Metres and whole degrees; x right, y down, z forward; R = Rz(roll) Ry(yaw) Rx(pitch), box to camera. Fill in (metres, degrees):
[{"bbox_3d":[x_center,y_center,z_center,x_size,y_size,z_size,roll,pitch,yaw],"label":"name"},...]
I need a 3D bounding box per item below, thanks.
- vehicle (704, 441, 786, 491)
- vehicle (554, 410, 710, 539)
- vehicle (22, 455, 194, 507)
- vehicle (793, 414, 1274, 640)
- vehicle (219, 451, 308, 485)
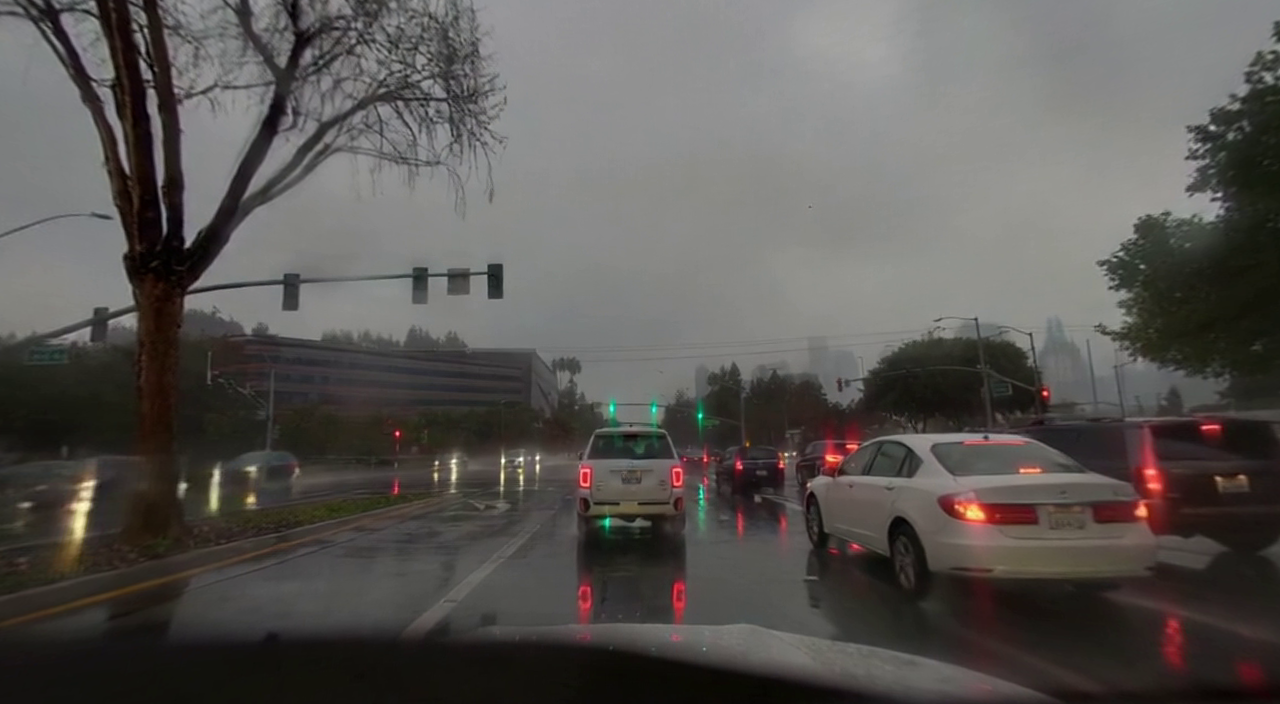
[{"bbox_3d":[3.496,3.879,21.820,2.004,1.523,4.263,0,-9,-1],"label":"vehicle"},{"bbox_3d":[-0.148,2.088,11.322,2.236,1.827,4.316,0,-9,-1],"label":"vehicle"},{"bbox_3d":[-17.413,4.217,21.056,1.836,1.468,4.449,0,-9,0],"label":"vehicle"},{"bbox_3d":[3.348,1.578,6.866,2.034,1.558,4.774,0,-9,-2],"label":"vehicle"},{"bbox_3d":[-20.916,6.427,35.359,2.138,1.708,4.589,-1,-9,1],"label":"vehicle"}]
